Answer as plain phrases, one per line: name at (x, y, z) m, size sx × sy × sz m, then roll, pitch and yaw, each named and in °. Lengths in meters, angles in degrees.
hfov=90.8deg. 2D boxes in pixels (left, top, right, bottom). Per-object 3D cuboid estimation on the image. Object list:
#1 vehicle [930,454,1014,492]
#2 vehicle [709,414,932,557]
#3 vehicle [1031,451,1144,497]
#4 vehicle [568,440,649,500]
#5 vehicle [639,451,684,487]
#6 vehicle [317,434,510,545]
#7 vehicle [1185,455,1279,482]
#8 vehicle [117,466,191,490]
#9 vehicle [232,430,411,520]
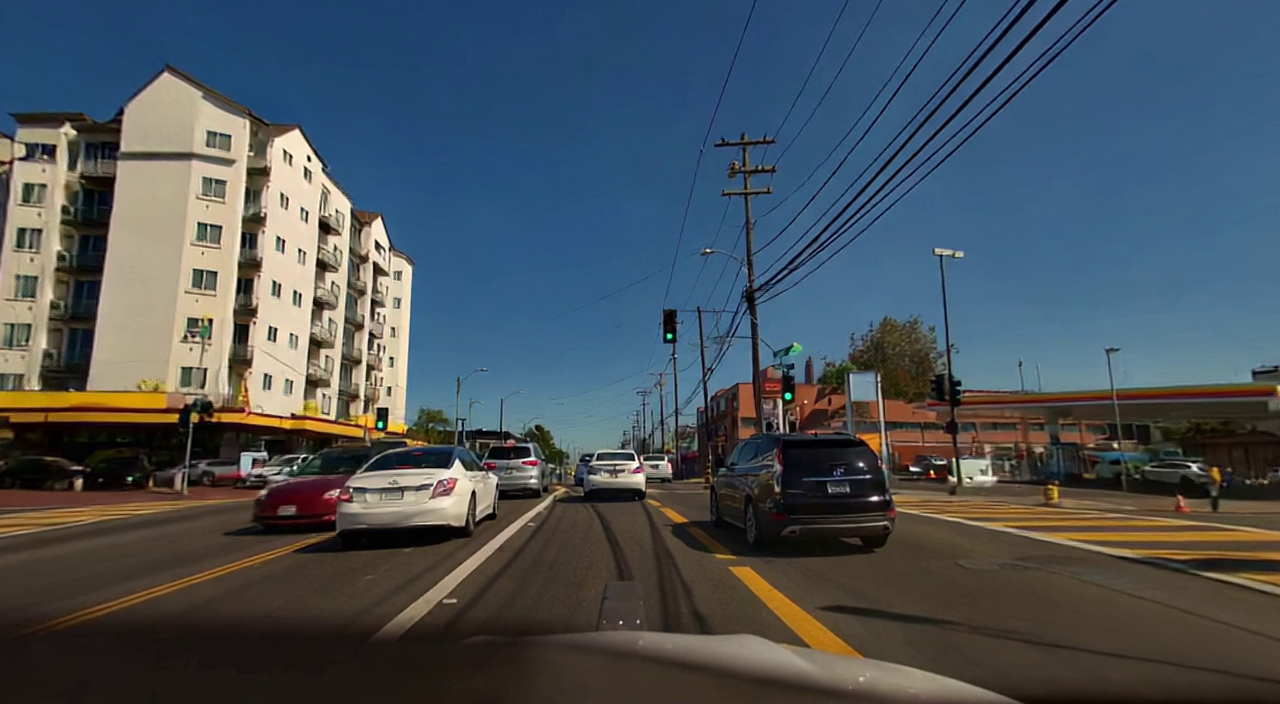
vehicle at (14.773, 5.379, 28.429) m, size 1.959 × 1.482 × 4.664 m, roll -2°, pitch -9°, yaw 11°
vehicle at (2.364, 1.875, 9.572) m, size 1.945 × 1.647 × 4.160 m, roll 0°, pitch -8°, yaw -3°
vehicle at (20.238, 5.493, 28.813) m, size 1.878 × 1.680 × 4.244 m, roll -2°, pitch -7°, yaw -2°
vehicle at (-0.862, 3.244, 17.794) m, size 1.999 × 1.487 × 3.939 m, roll 0°, pitch -8°, yaw -2°
vehicle at (1.068, 6.208, 33.830) m, size 1.953 × 1.687 × 4.094 m, roll 0°, pitch -8°, yaw -4°
vehicle at (-3.492, 2.162, 10.710) m, size 1.932 × 1.458 × 4.330 m, roll 0°, pitch -8°, yaw -4°
vehicle at (35.345, 6.817, 37.204) m, size 4.573 × 1.474 × 2.080 m, roll 0°, pitch -8°, yaw -3°
vehicle at (-31.135, 8.079, 40.481) m, size 4.380 × 1.372 × 1.760 m, roll -6°, pitch -10°, yaw 23°
vehicle at (-7.064, 2.749, 14.656) m, size 2.069 × 1.735 × 4.240 m, roll 0°, pitch -8°, yaw -3°
